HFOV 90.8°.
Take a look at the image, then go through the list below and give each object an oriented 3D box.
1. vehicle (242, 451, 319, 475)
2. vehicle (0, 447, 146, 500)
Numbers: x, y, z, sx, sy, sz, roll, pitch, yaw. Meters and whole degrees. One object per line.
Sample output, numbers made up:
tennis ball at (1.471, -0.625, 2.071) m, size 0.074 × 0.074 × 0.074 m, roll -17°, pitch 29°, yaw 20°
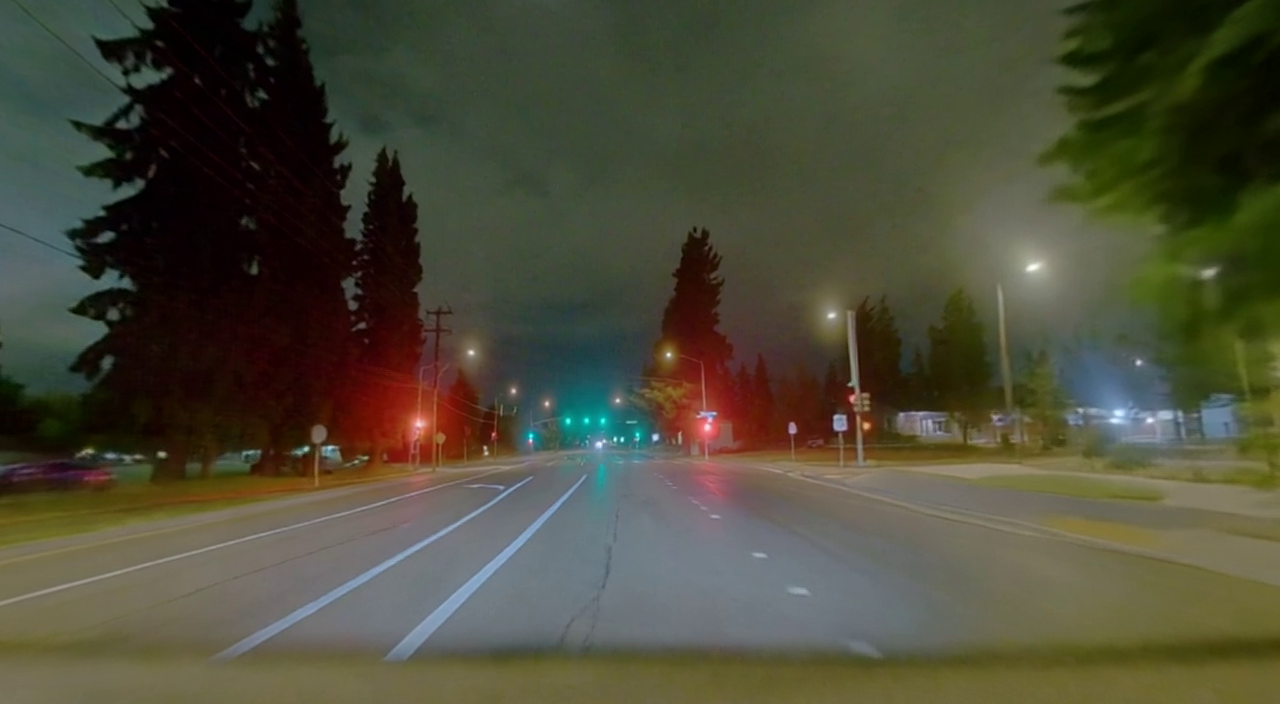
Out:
vehicle at (-27.267, 8.425, 48.057) m, size 4.577 × 1.584 × 2.000 m, roll 3°, pitch -7°, yaw -8°
vehicle at (-23.769, 4.857, 25.530) m, size 5.473 × 1.957 × 2.253 m, roll 0°, pitch -8°, yaw -6°
